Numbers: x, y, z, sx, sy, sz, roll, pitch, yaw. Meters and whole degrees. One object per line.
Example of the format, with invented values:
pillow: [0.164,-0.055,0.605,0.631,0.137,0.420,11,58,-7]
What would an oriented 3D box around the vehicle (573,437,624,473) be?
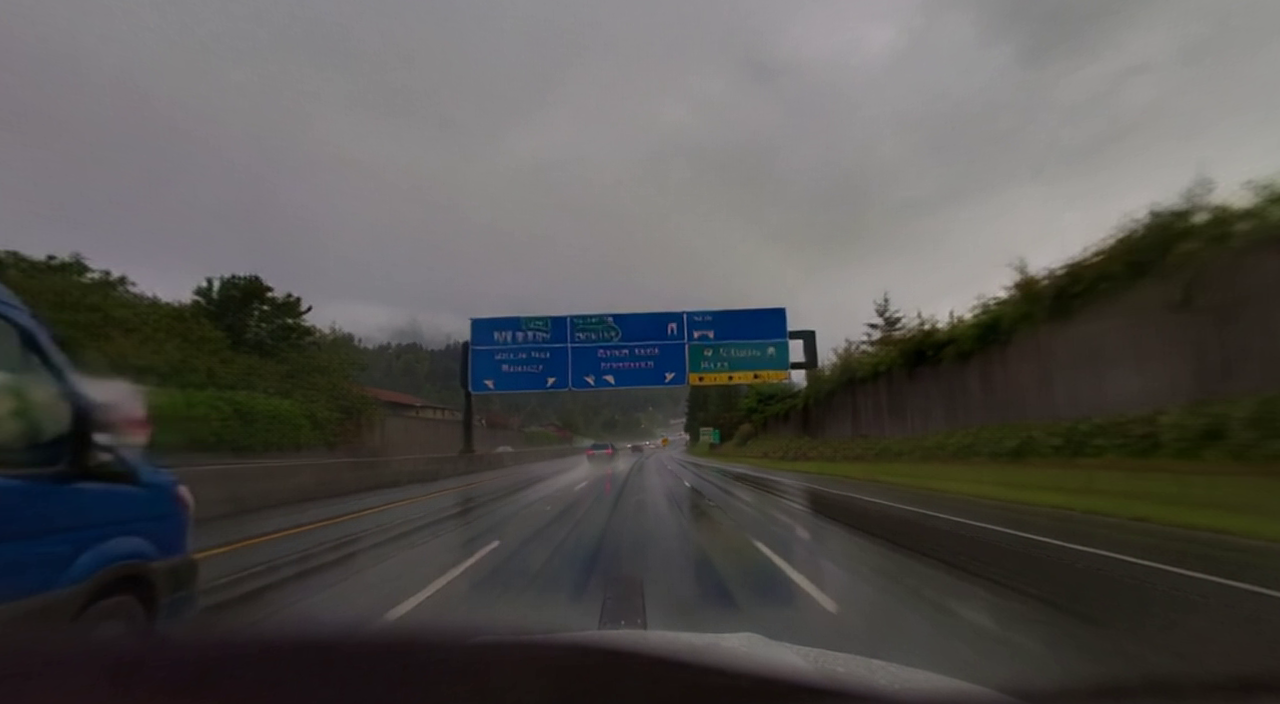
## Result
vehicle: [-2.016,5.196,31.916,2.183,1.662,3.968,0,-9,2]

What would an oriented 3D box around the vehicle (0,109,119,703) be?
vehicle: [-4.021,-0.069,0.255,2.382,2.736,5.982,0,-9,0]
